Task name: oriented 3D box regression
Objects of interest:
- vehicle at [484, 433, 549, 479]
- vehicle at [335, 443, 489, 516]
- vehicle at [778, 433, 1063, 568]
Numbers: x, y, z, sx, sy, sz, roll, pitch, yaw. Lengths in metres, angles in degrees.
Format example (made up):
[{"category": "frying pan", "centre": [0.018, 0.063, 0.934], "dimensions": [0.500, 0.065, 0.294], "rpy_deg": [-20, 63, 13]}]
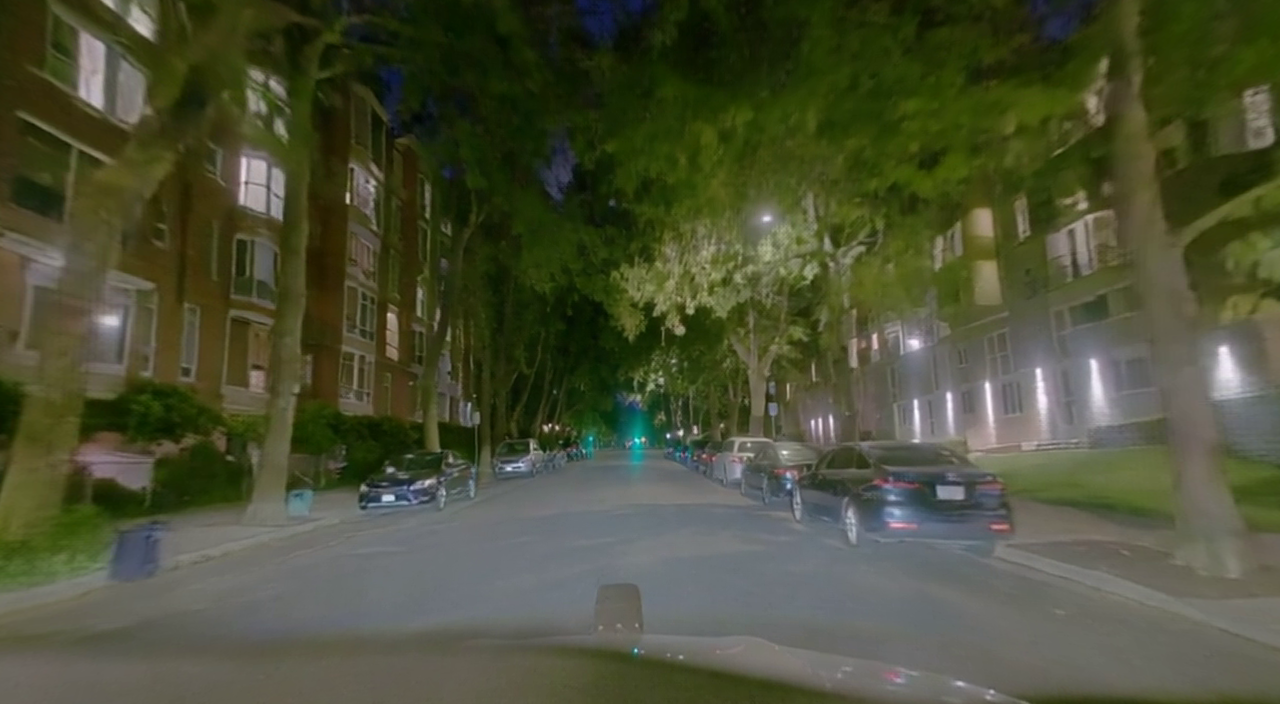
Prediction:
[{"category": "vehicle", "centre": [-5.507, 4.692, 28.800], "dimensions": [2.069, 1.881, 4.697], "rpy_deg": [0, -8, -1]}, {"category": "vehicle", "centre": [-5.318, 2.992, 15.497], "dimensions": [2.080, 1.458, 4.511], "rpy_deg": [-1, -8, 0]}, {"category": "vehicle", "centre": [3.630, 1.983, 9.388], "dimensions": [1.881, 1.460, 4.737], "rpy_deg": [0, -8, -3]}]
